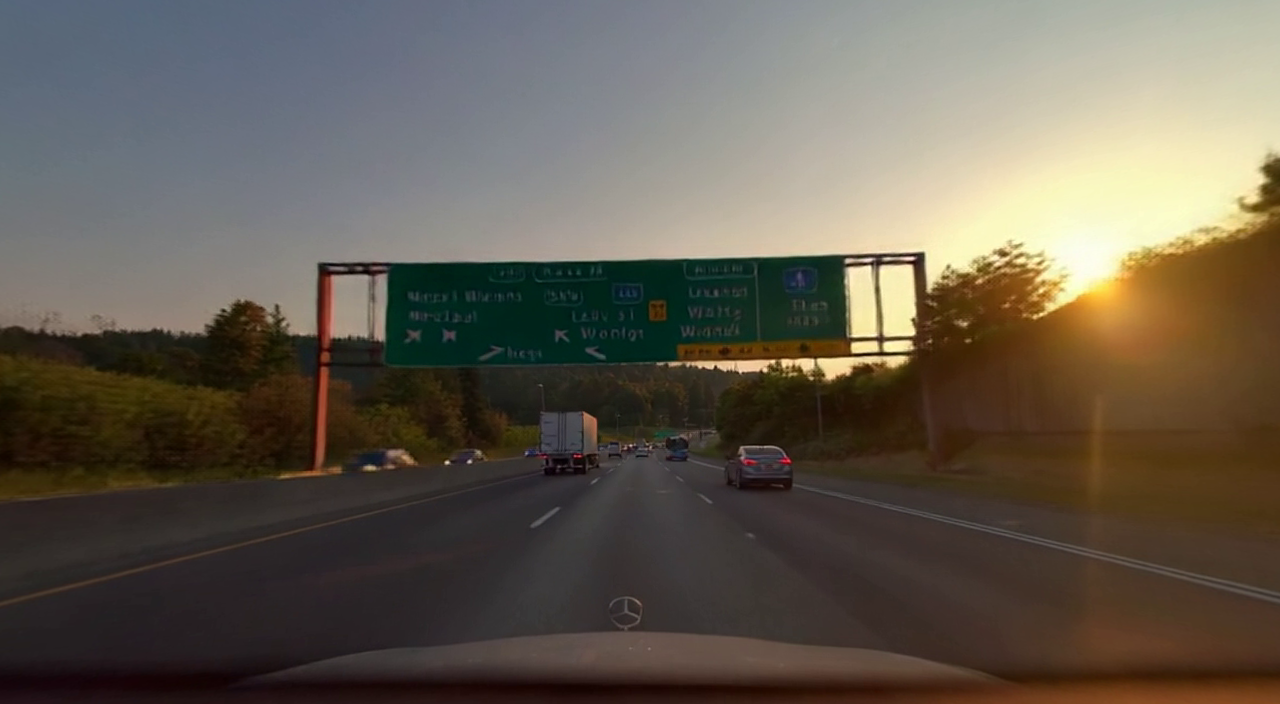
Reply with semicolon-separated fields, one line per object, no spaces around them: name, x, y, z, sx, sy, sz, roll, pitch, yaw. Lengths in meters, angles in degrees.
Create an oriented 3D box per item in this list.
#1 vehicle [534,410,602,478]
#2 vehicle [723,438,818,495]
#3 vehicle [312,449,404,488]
vehicle;-3.612;4.853;33.218;2.667;3.195;6.731;0;-9;1
vehicle;3.869;3.460;19.377;1.983;1.545;4.038;0;-9;-1
vehicle;-11.700;4.846;26.475;1.880;1.503;4.227;0;-9;1
